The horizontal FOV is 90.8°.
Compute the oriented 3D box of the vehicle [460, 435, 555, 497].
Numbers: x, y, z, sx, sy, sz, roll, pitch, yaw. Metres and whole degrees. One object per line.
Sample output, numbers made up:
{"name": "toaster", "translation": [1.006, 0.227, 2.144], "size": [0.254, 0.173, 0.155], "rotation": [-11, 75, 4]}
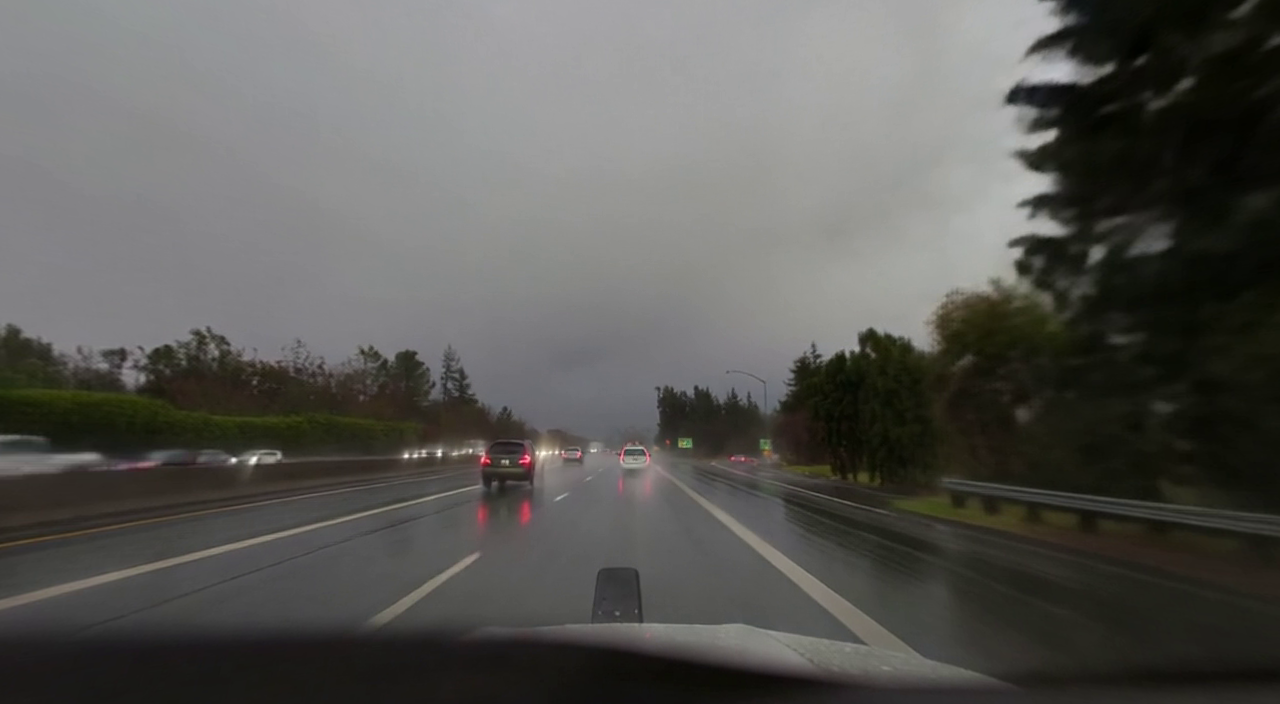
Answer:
{"name": "vehicle", "translation": [-4.057, 3.569, 20.154], "size": [2.044, 1.717, 4.421], "rotation": [0, -9, 1]}

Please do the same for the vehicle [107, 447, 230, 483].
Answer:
{"name": "vehicle", "translation": [-20.863, 4.982, 28.254], "size": [1.907, 1.462, 4.688], "rotation": [0, -8, 0]}

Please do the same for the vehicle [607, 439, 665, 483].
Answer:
{"name": "vehicle", "translation": [-0.191, 4.765, 27.978], "size": [2.378, 1.750, 4.355], "rotation": [0, -9, -1]}

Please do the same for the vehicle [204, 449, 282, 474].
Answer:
{"name": "vehicle", "translation": [-25.186, 6.934, 40.296], "size": [1.861, 1.467, 4.782], "rotation": [0, -8, 0]}

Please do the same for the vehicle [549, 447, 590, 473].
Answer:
{"name": "vehicle", "translation": [-4.319, 6.636, 39.124], "size": [2.084, 1.528, 4.094], "rotation": [0, -9, 0]}
